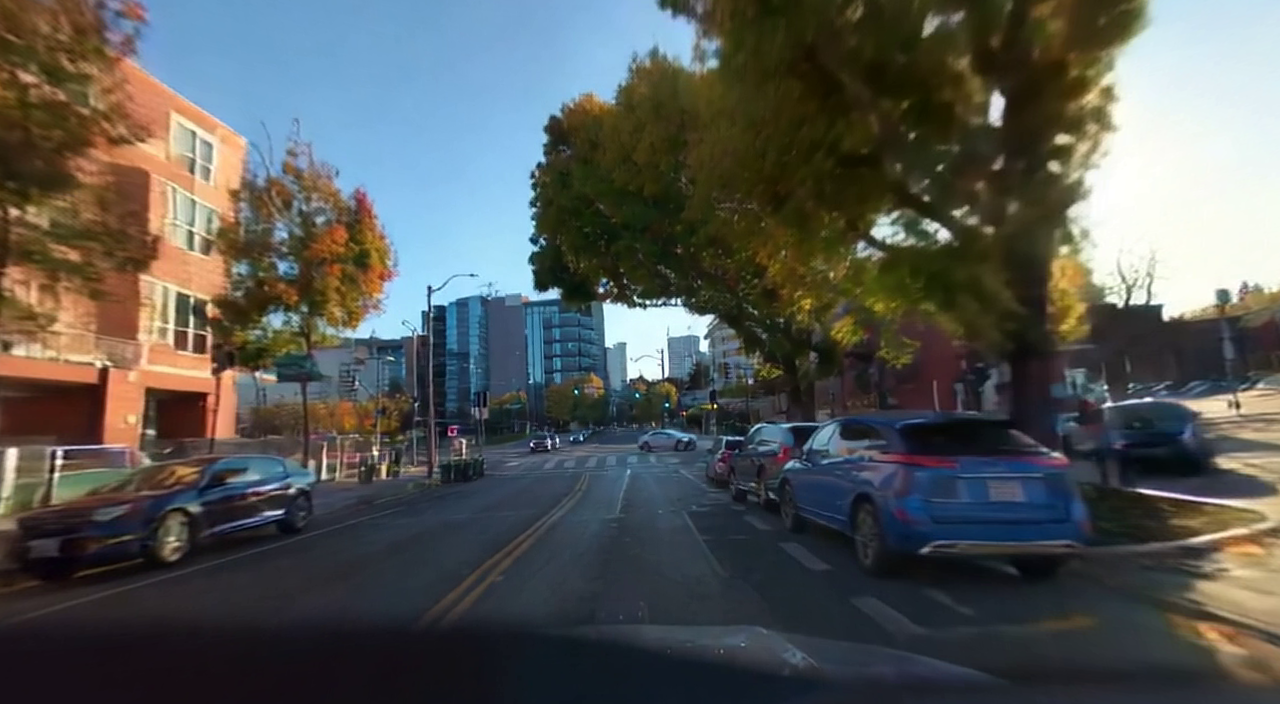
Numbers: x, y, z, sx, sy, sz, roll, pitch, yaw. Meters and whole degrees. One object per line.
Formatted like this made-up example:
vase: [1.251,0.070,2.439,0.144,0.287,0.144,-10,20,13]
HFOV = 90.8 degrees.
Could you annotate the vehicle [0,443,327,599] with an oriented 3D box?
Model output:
vehicle: [-6.652,2.113,8.936,2.033,1.523,4.867,-3,-8,-1]

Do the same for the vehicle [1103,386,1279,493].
vehicle: [10.005,1.457,10.950,3.738,1.566,1.708,3,-8,-30]

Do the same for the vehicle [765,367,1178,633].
vehicle: [2.772,1.371,6.814,1.954,1.845,4.682,-1,-8,1]

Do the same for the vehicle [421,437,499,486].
vehicle: [-7.050,4.322,25.172,1.893,1.758,4.019,0,-8,0]

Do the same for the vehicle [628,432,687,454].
vehicle: [1.315,7.116,49.289,4.448,1.599,1.837,0,-8,-1]
